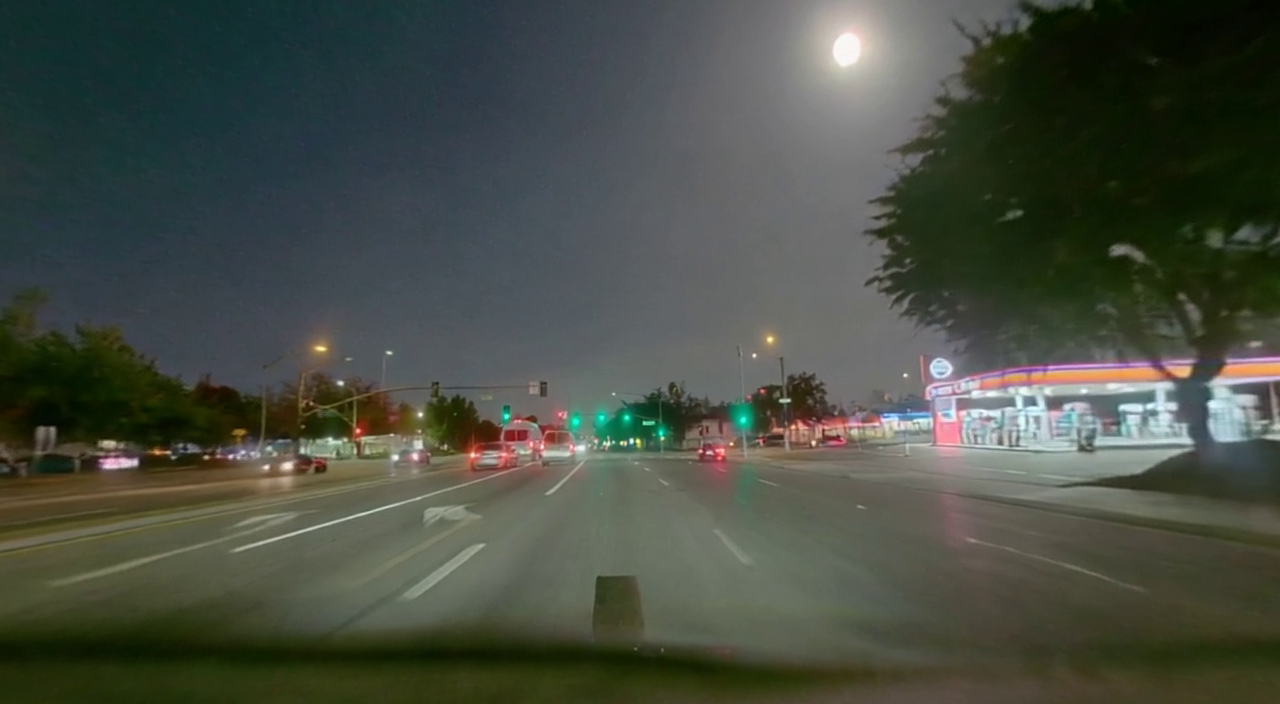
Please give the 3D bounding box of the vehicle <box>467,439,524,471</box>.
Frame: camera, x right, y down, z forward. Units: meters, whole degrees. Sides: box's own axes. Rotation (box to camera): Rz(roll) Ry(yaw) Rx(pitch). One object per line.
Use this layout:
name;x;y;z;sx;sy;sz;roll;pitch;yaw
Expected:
vehicle;-7.383;5.291;32.693;1.993;1.490;4.768;0;-8;-2

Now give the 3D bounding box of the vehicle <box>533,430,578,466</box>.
vehicle;-4.994;5.750;37.855;2.206;2.007;5.190;0;-8;-3

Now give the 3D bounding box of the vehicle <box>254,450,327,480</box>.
vehicle;-20.520;6.625;37.341;1.930;1.659;4.364;0;-8;-2
